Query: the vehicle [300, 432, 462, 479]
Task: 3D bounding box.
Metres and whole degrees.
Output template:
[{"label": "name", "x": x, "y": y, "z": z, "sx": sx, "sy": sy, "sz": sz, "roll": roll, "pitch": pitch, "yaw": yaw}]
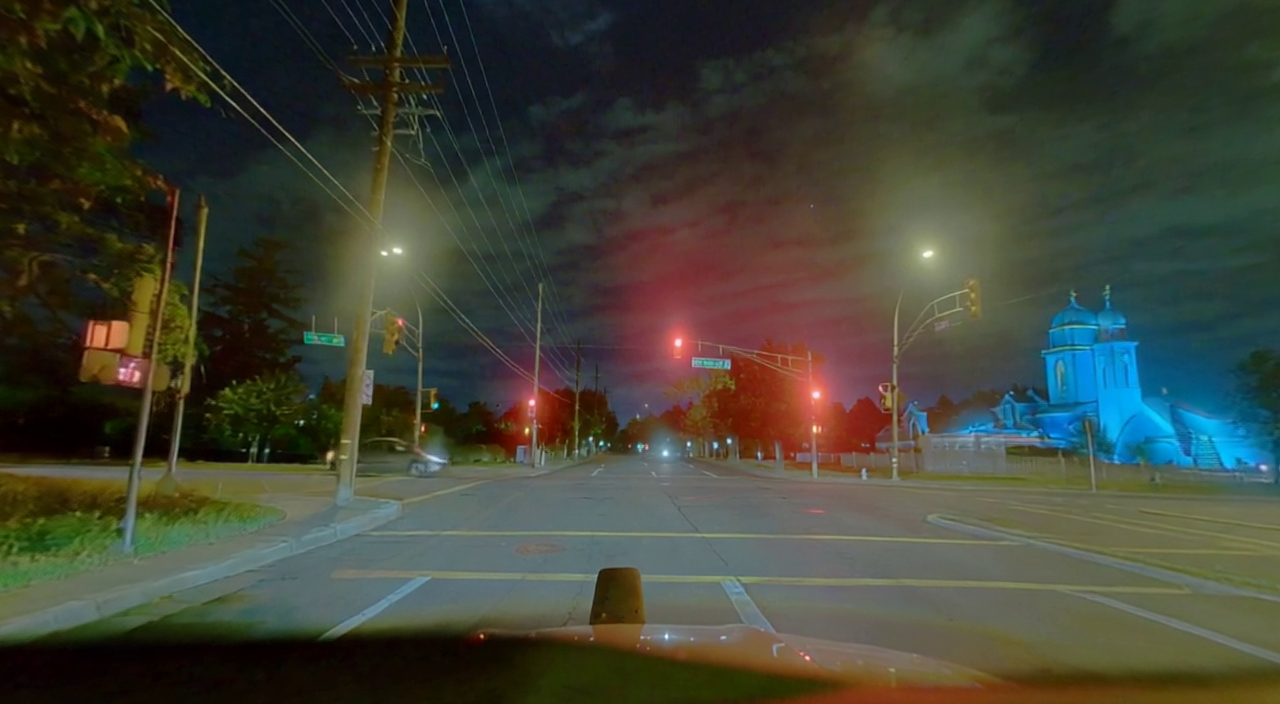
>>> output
[{"label": "vehicle", "x": -8.843, "y": 3.558, "z": 21.866, "sx": 4.718, "sy": 1.497, "sz": 2.032, "roll": 0, "pitch": -9, "yaw": 4}]
